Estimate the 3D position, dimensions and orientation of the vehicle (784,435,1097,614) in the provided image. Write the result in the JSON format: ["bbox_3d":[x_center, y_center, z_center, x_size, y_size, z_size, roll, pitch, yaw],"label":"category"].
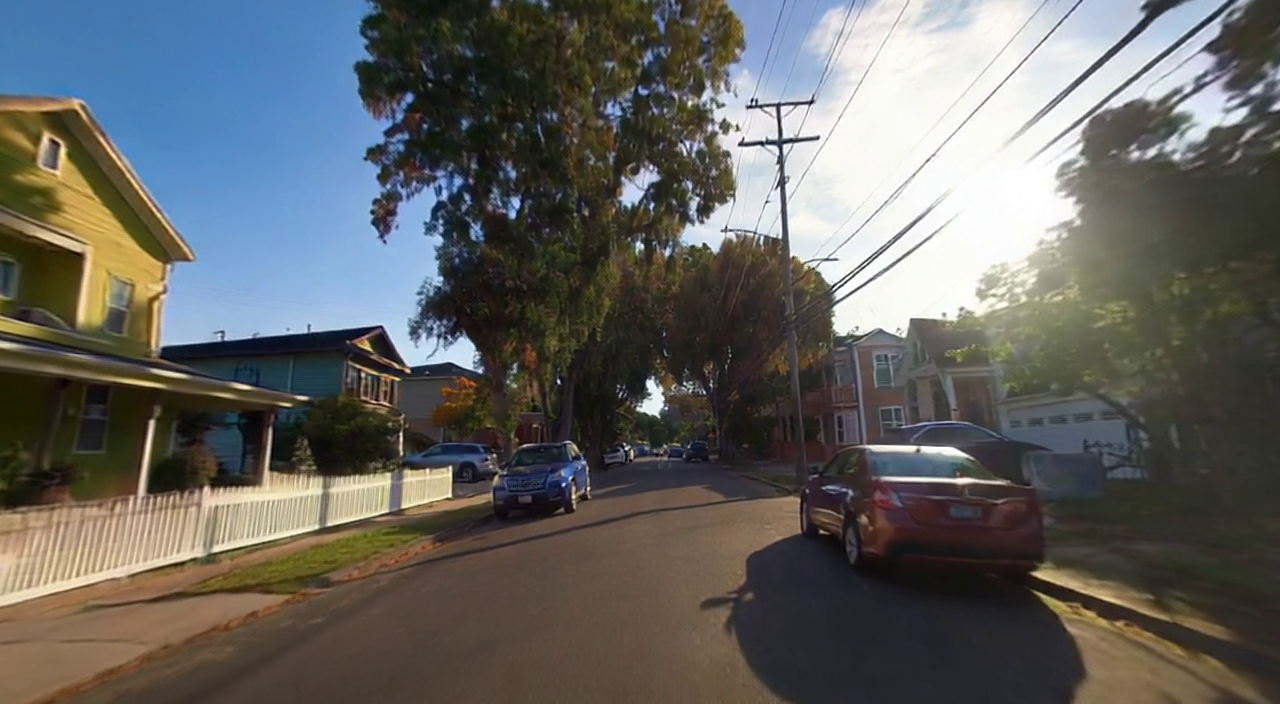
[{"bbox_3d":[3.401,1.957,8.412,2.043,1.631,4.613,1,-7,2],"label":"vehicle"}]

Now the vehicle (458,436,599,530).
[{"bbox_3d":[-2.477,3.040,15.444,2.204,1.655,4.813,-8,-8,2],"label":"vehicle"}]

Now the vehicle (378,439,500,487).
[{"bbox_3d":[-7.976,4.400,25.327,4.088,1.779,2.109,0,-7,5],"label":"vehicle"}]

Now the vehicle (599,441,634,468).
[{"bbox_3d":[-1.629,7.295,45.304,2.082,1.759,4.541,-2,-8,2],"label":"vehicle"}]
